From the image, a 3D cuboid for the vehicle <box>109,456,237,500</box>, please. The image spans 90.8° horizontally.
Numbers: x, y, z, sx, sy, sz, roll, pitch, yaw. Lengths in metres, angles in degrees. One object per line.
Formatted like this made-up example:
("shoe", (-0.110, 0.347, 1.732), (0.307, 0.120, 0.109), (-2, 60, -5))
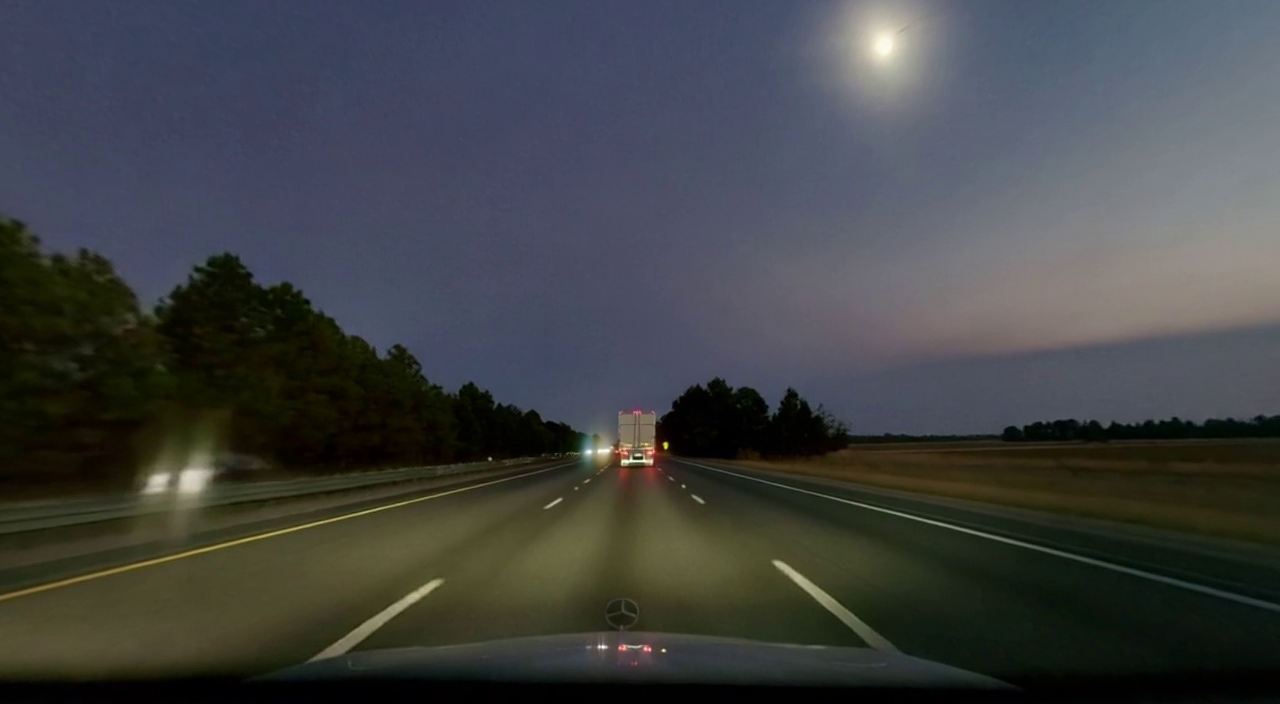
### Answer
("vehicle", (-17.095, 4.595, 23.368), (1.716, 1.459, 3.920), (0, -9, 0))
